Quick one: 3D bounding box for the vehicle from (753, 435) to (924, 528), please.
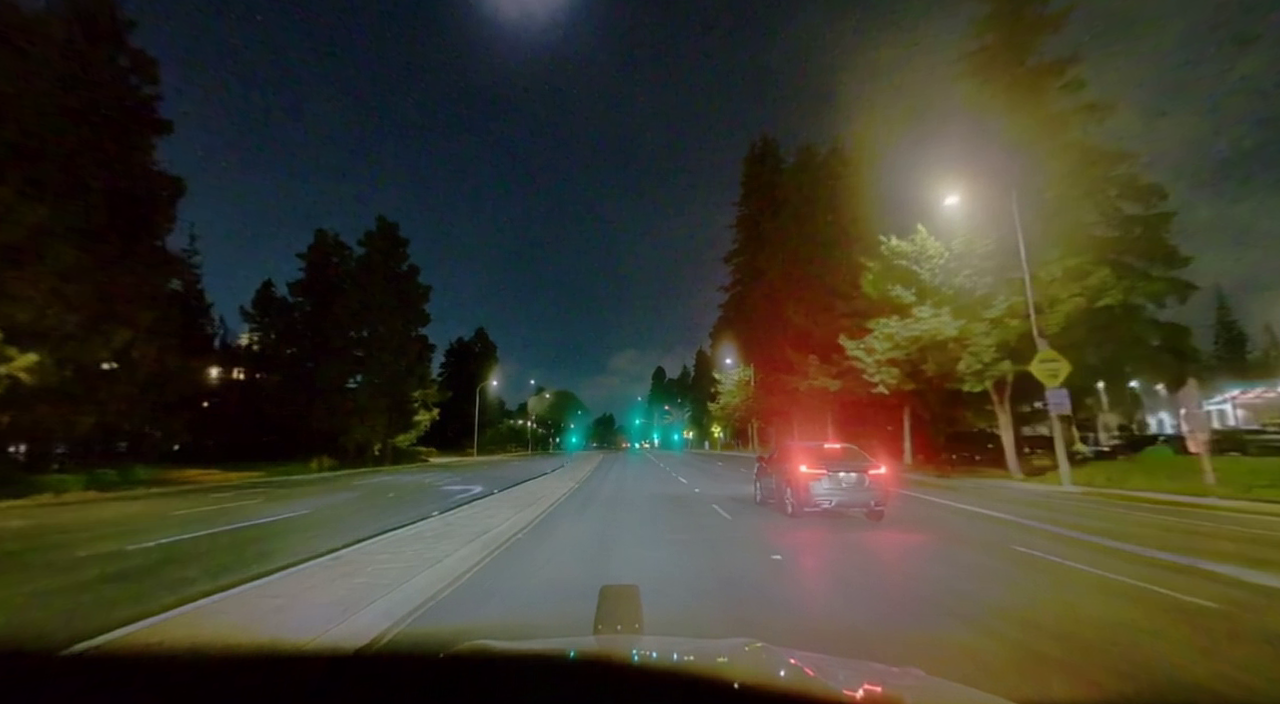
[{"bbox_3d":[3.528,2.370,12.118,1.852,1.453,4.083,0,-9,-2],"label":"vehicle"}]

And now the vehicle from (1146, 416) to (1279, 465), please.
[{"bbox_3d":[25.801,3.943,28.120,4.733,2.074,2.022,0,-9,-1],"label":"vehicle"}]

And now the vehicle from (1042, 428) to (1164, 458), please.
[{"bbox_3d":[26.301,5.207,36.060,5.085,1.657,2.372,0,-9,0],"label":"vehicle"}]
